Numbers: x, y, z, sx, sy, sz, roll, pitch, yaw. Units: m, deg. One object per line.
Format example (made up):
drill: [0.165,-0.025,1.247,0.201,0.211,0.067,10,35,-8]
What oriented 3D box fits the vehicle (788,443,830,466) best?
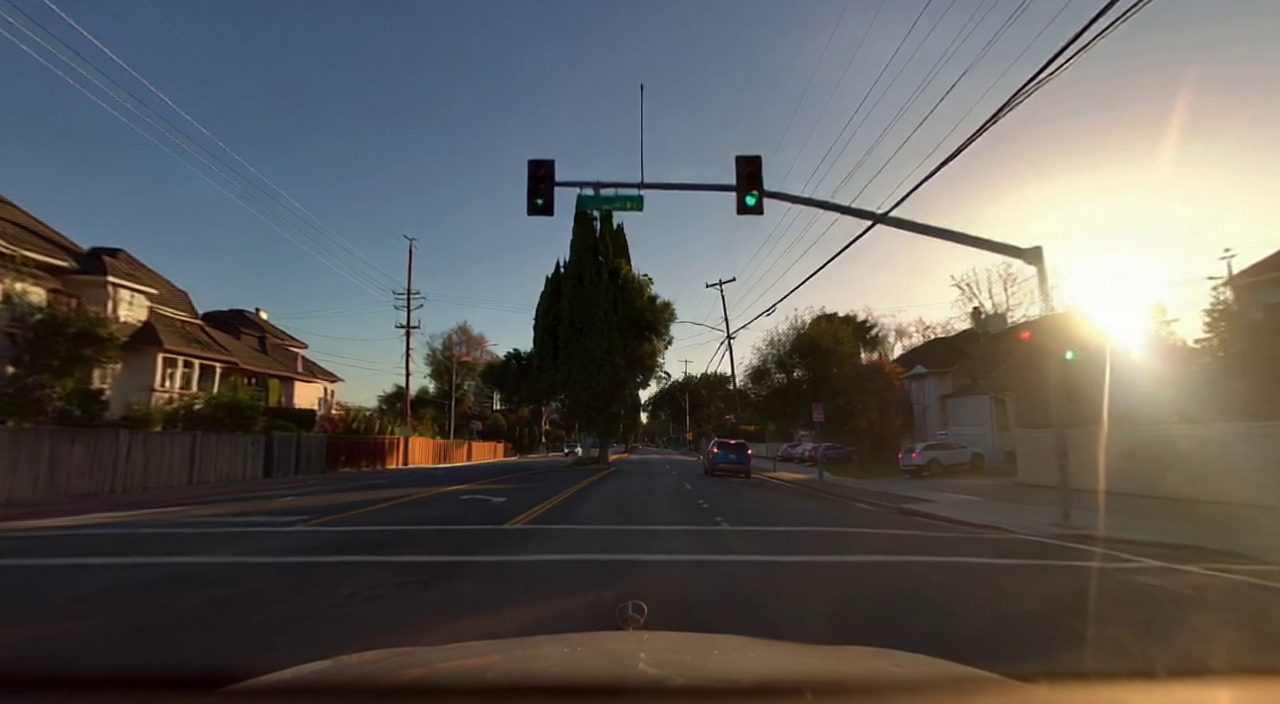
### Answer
vehicle: [12.485,7.566,46.796,1.970,1.561,4.725,-1,-9,3]

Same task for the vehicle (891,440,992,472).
vehicle: [15.411,5.326,32.370,4.135,1.558,1.929,0,-8,1]

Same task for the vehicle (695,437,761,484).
vehicle: [3.761,4.737,27.794,2.144,1.843,4.827,0,-9,-1]

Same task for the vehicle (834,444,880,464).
vehicle: [16.219,7.616,47.288,1.747,1.405,4.372,0,-8,-2]
